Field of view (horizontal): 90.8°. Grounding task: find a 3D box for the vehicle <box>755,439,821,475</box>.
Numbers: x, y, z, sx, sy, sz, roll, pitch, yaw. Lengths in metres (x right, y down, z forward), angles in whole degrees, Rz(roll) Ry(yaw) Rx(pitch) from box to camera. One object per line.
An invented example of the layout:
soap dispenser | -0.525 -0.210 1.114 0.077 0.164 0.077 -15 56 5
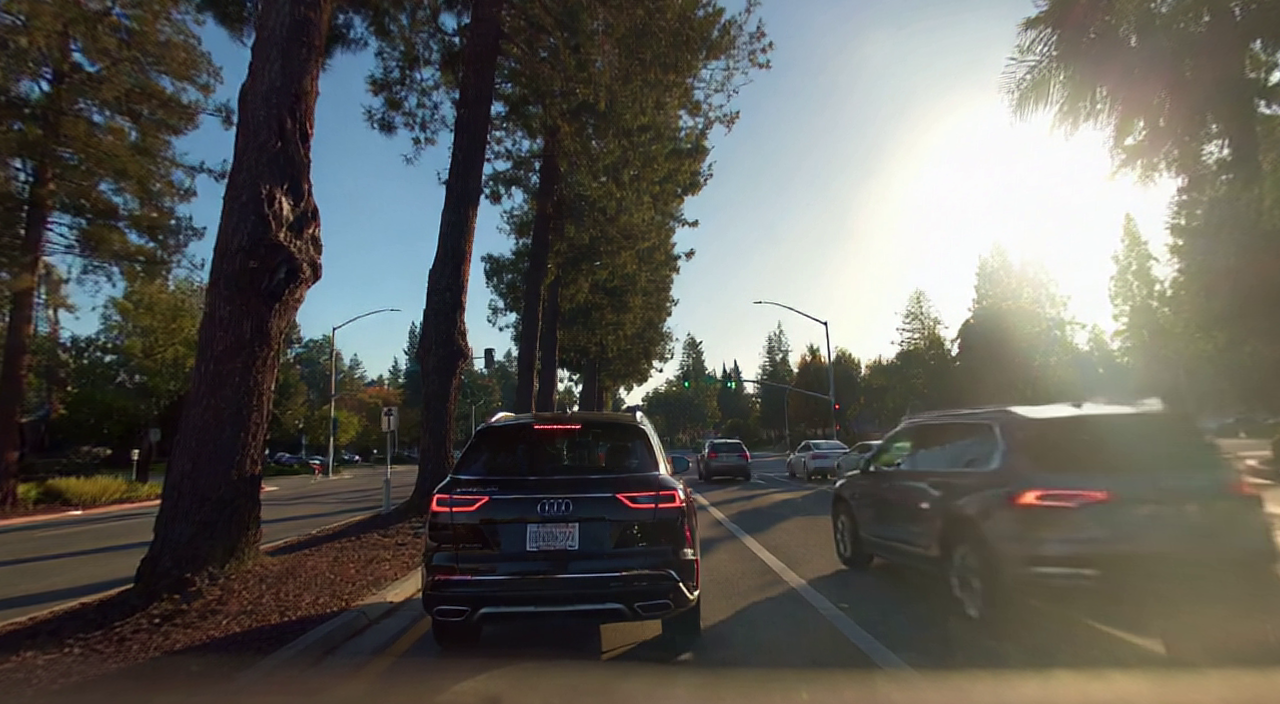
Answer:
vehicle | 6.626 4.771 28.845 1.917 1.489 4.625 0 -8 0

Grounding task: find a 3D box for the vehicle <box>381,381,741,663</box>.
vehicle | -0.433 1.354 6.088 2.201 1.709 4.271 0 -9 1

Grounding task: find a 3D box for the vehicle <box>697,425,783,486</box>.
vehicle | 3.355 3.619 22.310 2.200 1.909 4.853 0 -9 -1

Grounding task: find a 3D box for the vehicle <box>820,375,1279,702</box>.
vehicle | 3.234 1.286 5.536 1.963 1.682 4.407 0 -9 0
